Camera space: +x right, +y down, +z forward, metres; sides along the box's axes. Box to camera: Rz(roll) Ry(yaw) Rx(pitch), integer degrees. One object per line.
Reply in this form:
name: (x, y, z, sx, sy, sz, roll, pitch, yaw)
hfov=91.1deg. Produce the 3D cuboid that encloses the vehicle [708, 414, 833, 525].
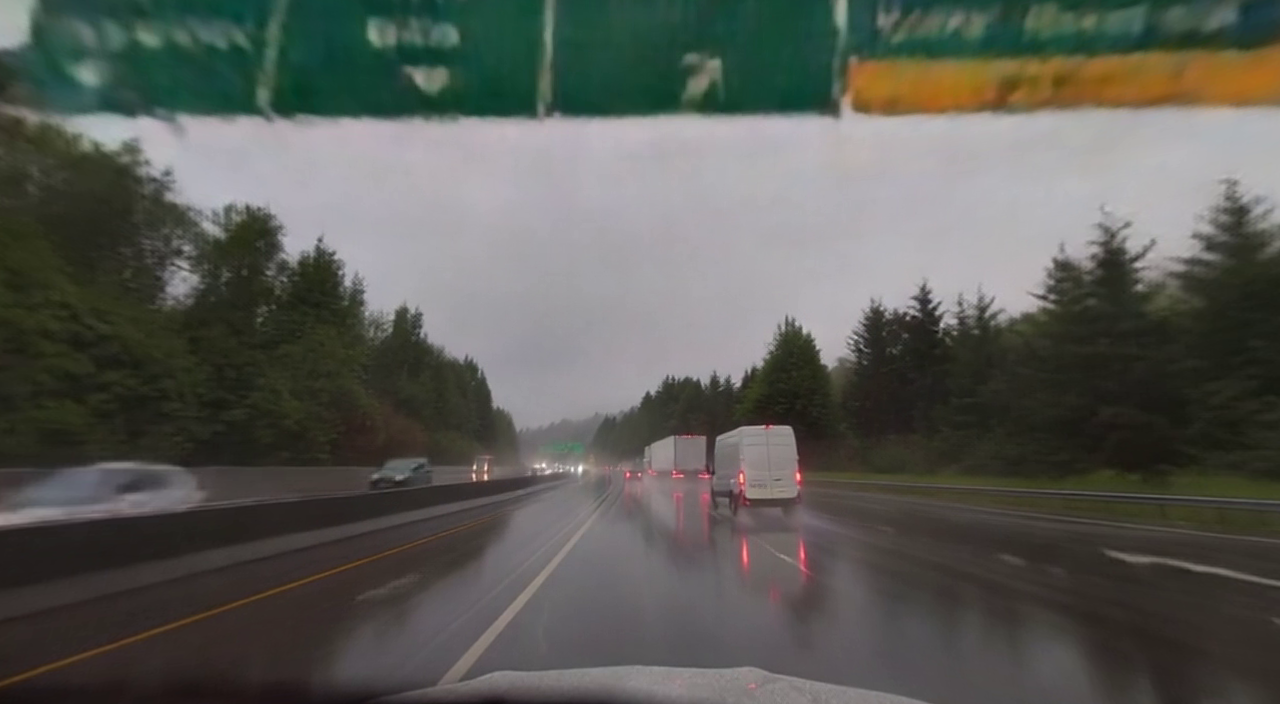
vehicle: (3.454, 3.341, 17.969, 2.291, 2.639, 5.280, 1, -10, -2)

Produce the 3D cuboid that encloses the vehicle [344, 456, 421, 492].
vehicle: (-13.619, 6.495, 33.579, 2.017, 1.710, 4.881, 1, -10, 0)

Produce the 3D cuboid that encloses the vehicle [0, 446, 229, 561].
vehicle: (-9.426, 2.399, 10.504, 1.912, 1.497, 4.625, 1, -10, 0)

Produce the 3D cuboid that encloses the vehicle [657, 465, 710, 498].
vehicle: (2.076, 6.427, 31.386, 2.081, 1.453, 4.300, 1, -10, -3)
